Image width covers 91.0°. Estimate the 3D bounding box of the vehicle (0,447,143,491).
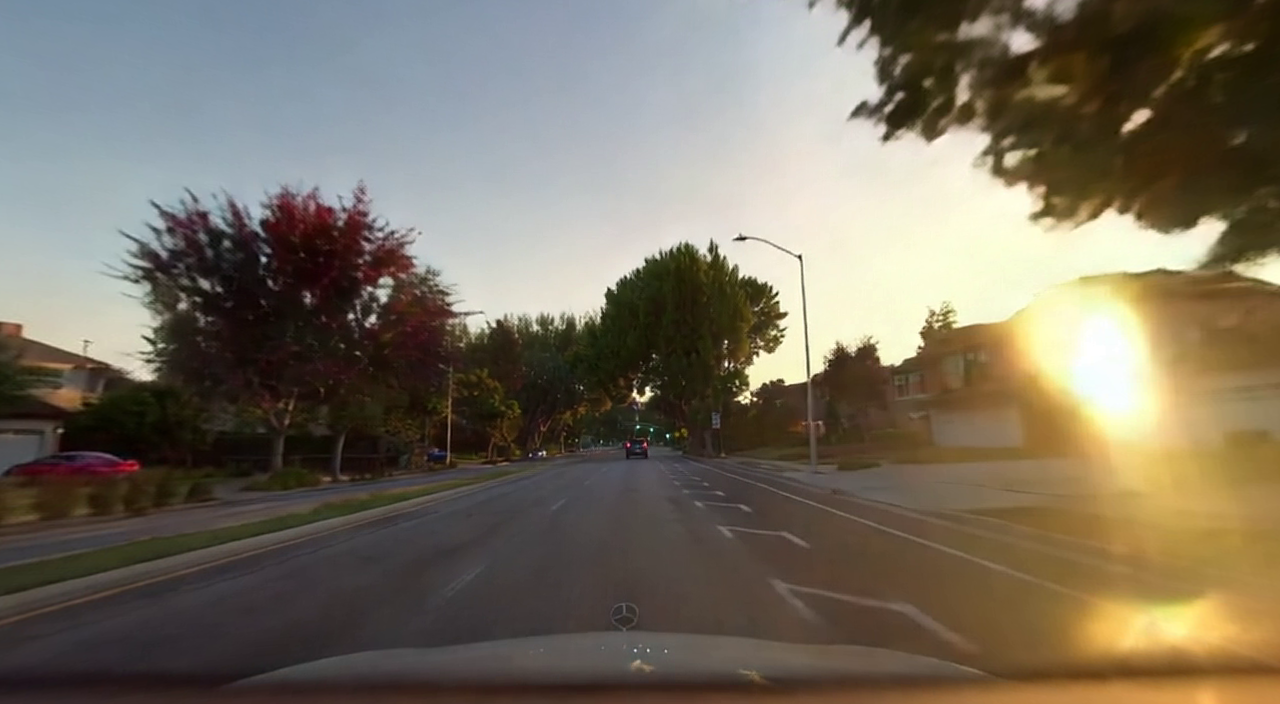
[{"bbox_3d":[-24.820,5.044,27.309,4.605,1.682,2.105,-1,-8,-2],"label":"vehicle"}]
